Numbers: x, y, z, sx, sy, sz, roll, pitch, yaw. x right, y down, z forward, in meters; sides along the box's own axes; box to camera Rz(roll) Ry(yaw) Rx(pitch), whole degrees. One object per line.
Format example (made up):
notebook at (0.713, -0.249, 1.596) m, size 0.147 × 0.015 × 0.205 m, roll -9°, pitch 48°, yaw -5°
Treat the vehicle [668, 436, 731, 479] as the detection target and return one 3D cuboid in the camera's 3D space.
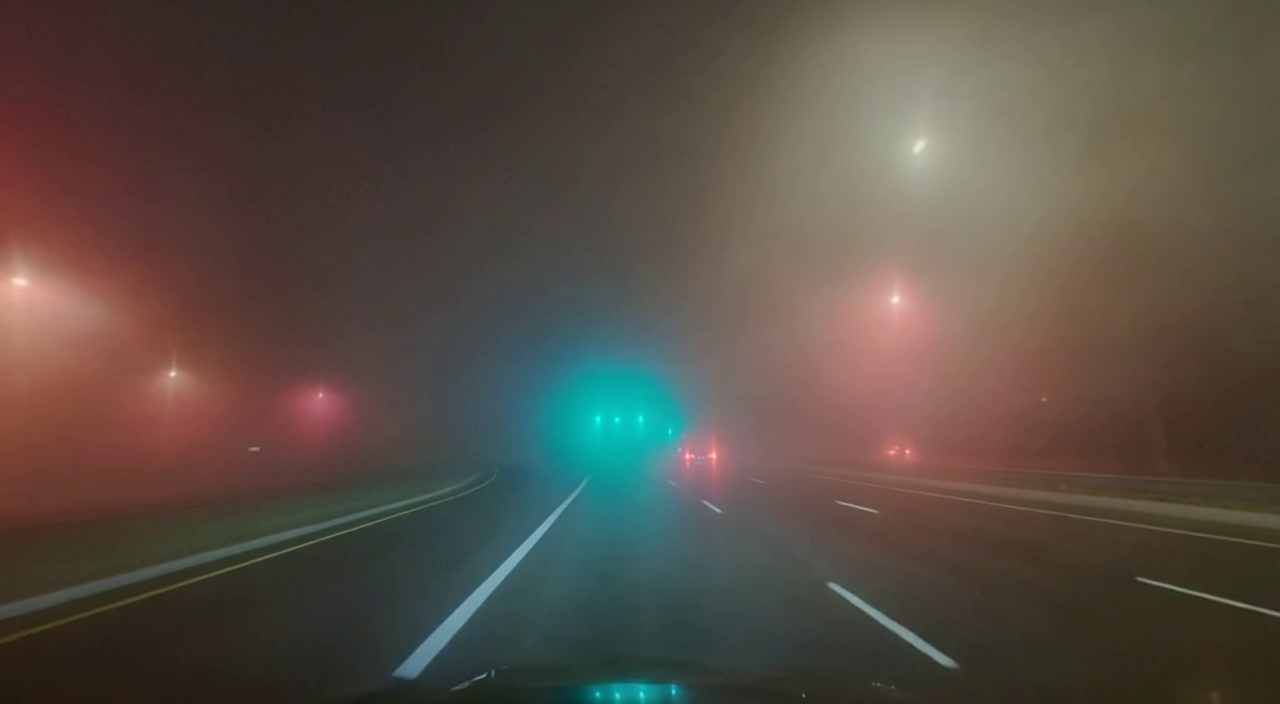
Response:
vehicle at (2.468, 4.545, 27.303) m, size 2.066 × 1.683 × 4.675 m, roll 0°, pitch -9°, yaw -3°
